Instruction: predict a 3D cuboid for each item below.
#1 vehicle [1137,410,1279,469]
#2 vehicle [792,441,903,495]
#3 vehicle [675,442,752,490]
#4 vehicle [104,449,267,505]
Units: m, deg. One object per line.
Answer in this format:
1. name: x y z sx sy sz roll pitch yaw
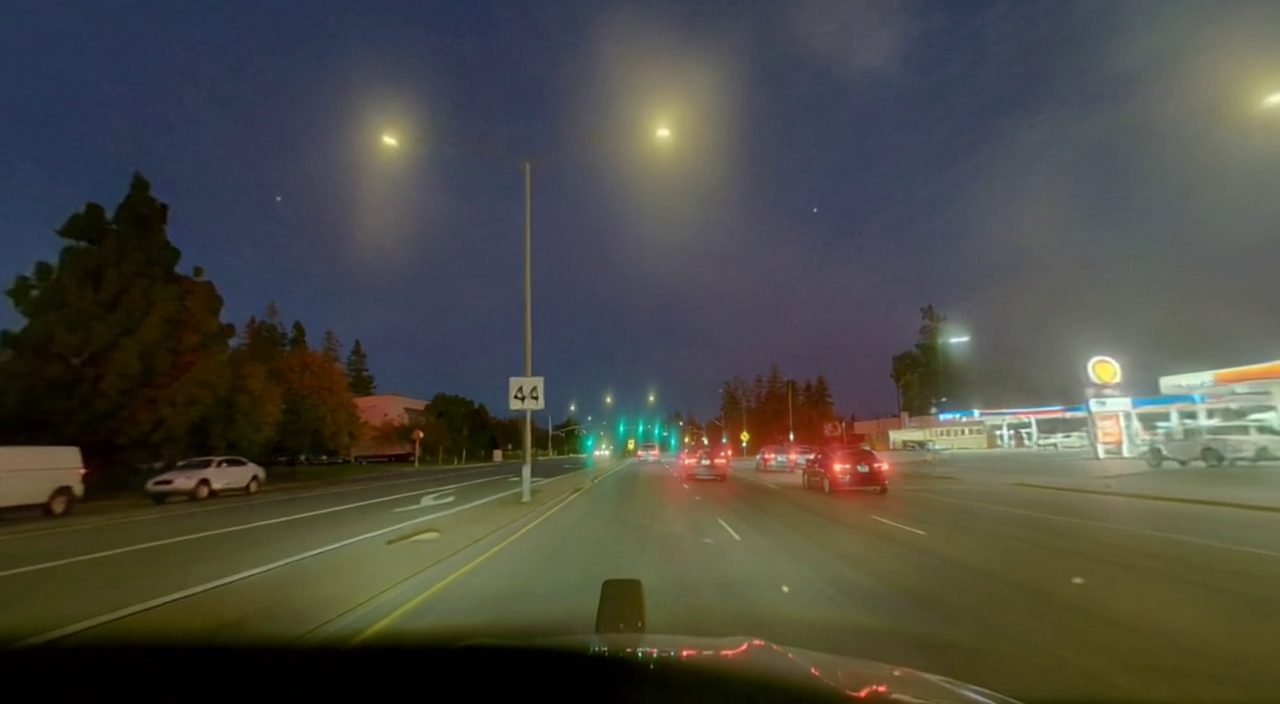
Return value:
1. vehicle: 23.805 3.562 25.496 2.152 2.069 6.067 -1 -8 -1
2. vehicle: 6.335 3.562 19.764 1.918 1.484 4.456 0 -8 -1
3. vehicle: 2.399 3.870 21.688 1.971 1.479 4.493 0 -9 -2
4. vehicle: -15.761 4.306 22.197 2.006 1.714 4.829 0 -9 2
